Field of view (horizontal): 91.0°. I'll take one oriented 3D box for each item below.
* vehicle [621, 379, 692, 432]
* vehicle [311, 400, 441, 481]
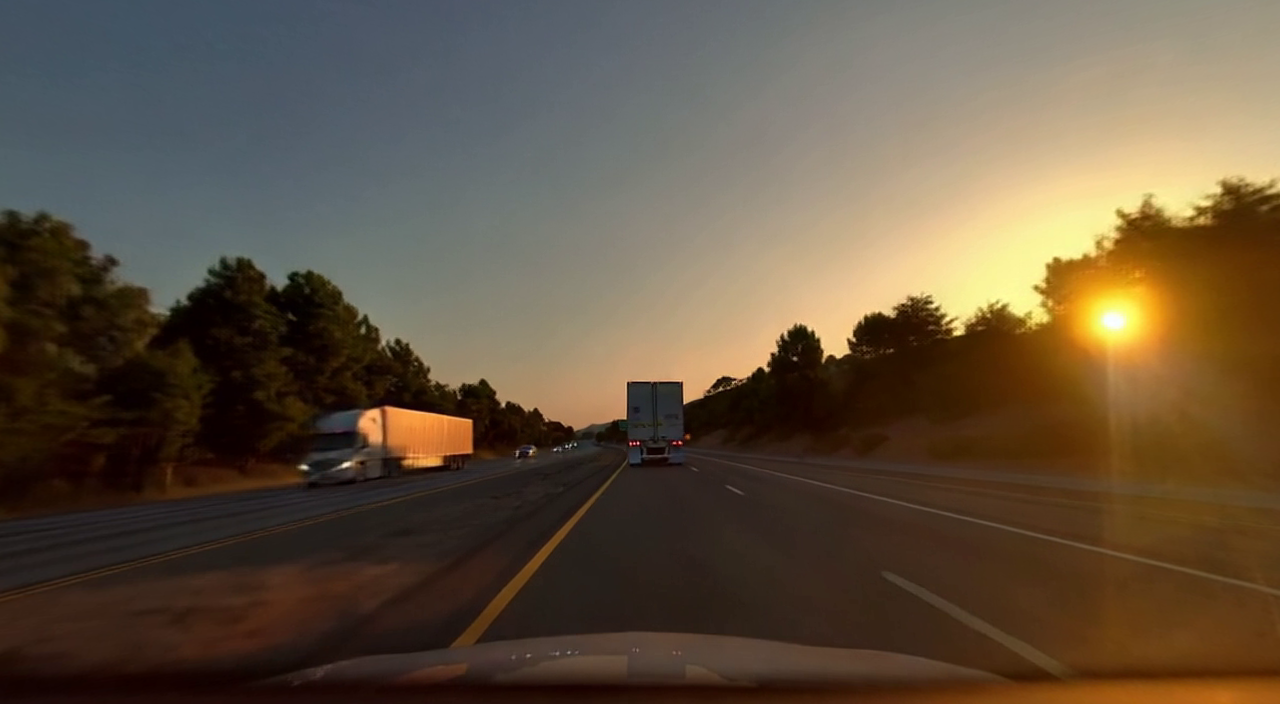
[{"bbox_3d":[0.529,2.297,25.800,2.509,1.890,4.732,0,-8,-3],"label":"vehicle"},{"bbox_3d":[-14.775,5.112,36.449,3.041,4.004,10.215,0,-8,0],"label":"vehicle"}]
